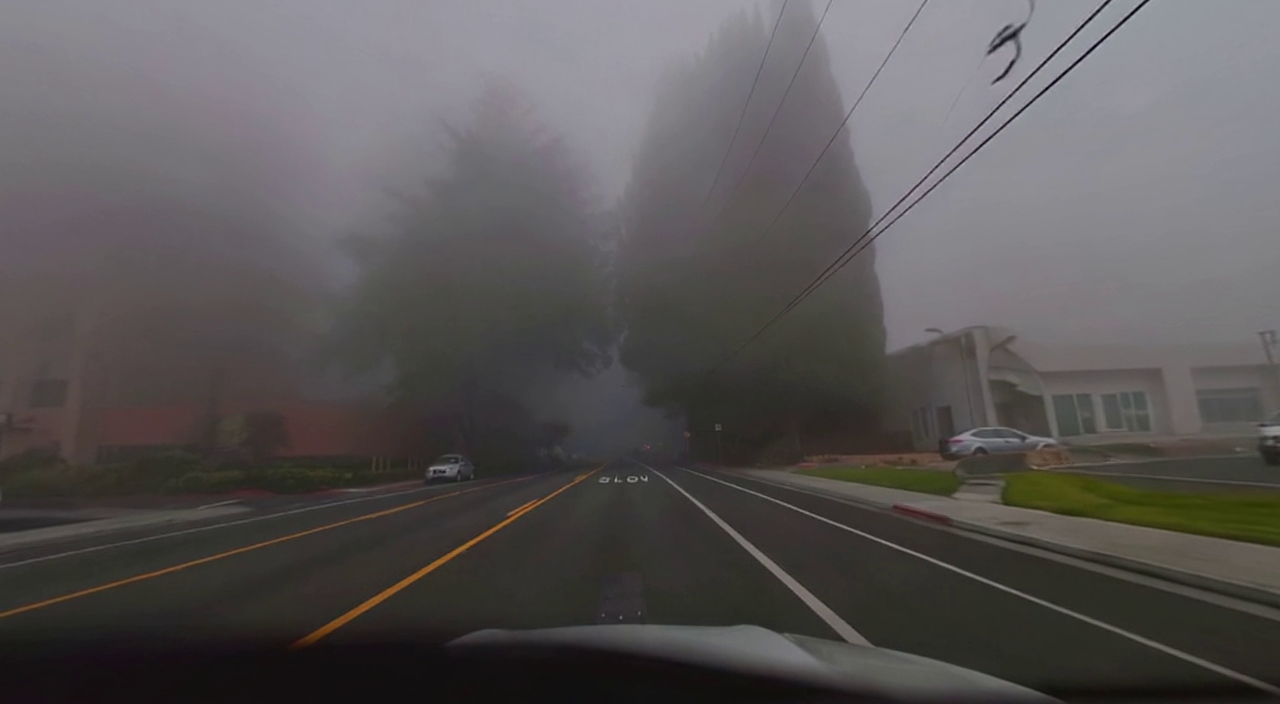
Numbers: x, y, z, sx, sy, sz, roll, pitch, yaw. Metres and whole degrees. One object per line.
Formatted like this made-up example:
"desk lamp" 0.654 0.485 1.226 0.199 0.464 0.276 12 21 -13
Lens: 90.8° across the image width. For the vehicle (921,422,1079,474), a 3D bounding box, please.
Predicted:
"vehicle" 12.604 3.413 22.424 4.554 1.668 1.974 -5 -10 27
